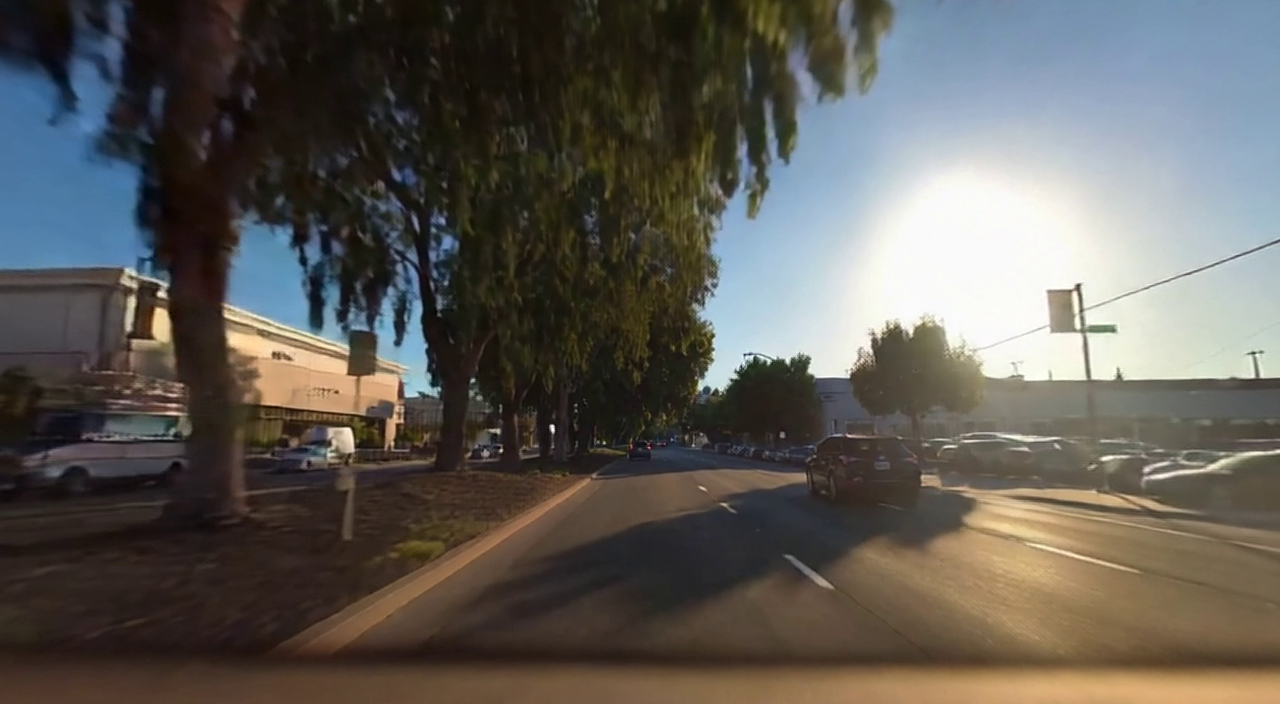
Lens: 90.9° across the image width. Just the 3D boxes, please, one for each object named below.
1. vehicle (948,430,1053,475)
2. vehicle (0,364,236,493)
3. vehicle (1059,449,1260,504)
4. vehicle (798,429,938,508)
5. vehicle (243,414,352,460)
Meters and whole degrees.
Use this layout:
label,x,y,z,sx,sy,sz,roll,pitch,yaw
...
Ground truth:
label,x,y,z,sx,sy,sz,roll,pitch,yaw
vehicle,17.275,4.775,30.116,5.554,1.937,2.486,7,-11,-40
vehicle,-18.826,2.812,22.567,3.086,3.767,8.298,0,-8,0
vehicle,17.185,4.065,21.095,1.924,1.561,4.849,8,-11,-42
vehicle,5.340,2.762,15.392,2.072,1.669,3.836,0,-8,2
vehicle,-25.805,6.439,47.797,6.540,3.375,2.751,0,-8,0
